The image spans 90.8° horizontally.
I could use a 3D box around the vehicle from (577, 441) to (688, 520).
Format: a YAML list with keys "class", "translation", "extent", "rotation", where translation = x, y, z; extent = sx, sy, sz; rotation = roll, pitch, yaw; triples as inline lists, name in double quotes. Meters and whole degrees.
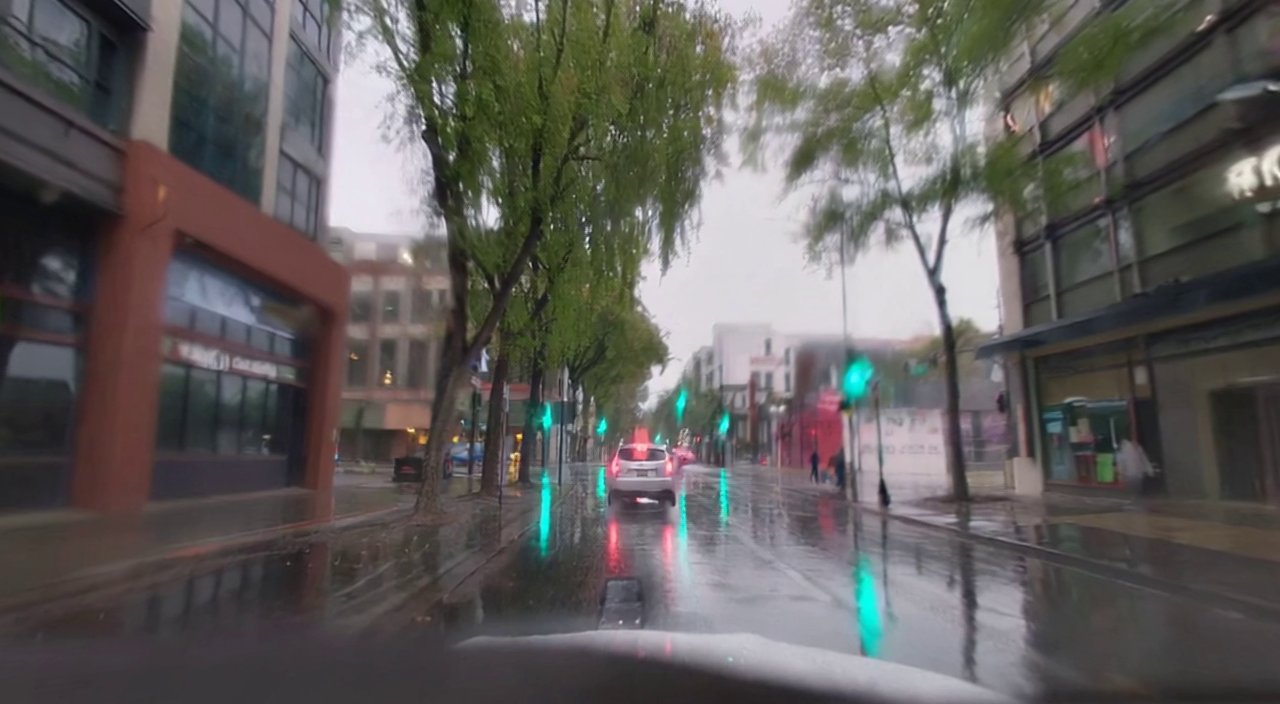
- class: "vehicle"
  translation: [-0.160, 2.776, 14.268]
  extent: [2.106, 1.482, 4.459]
  rotation: [0, -9, 0]
